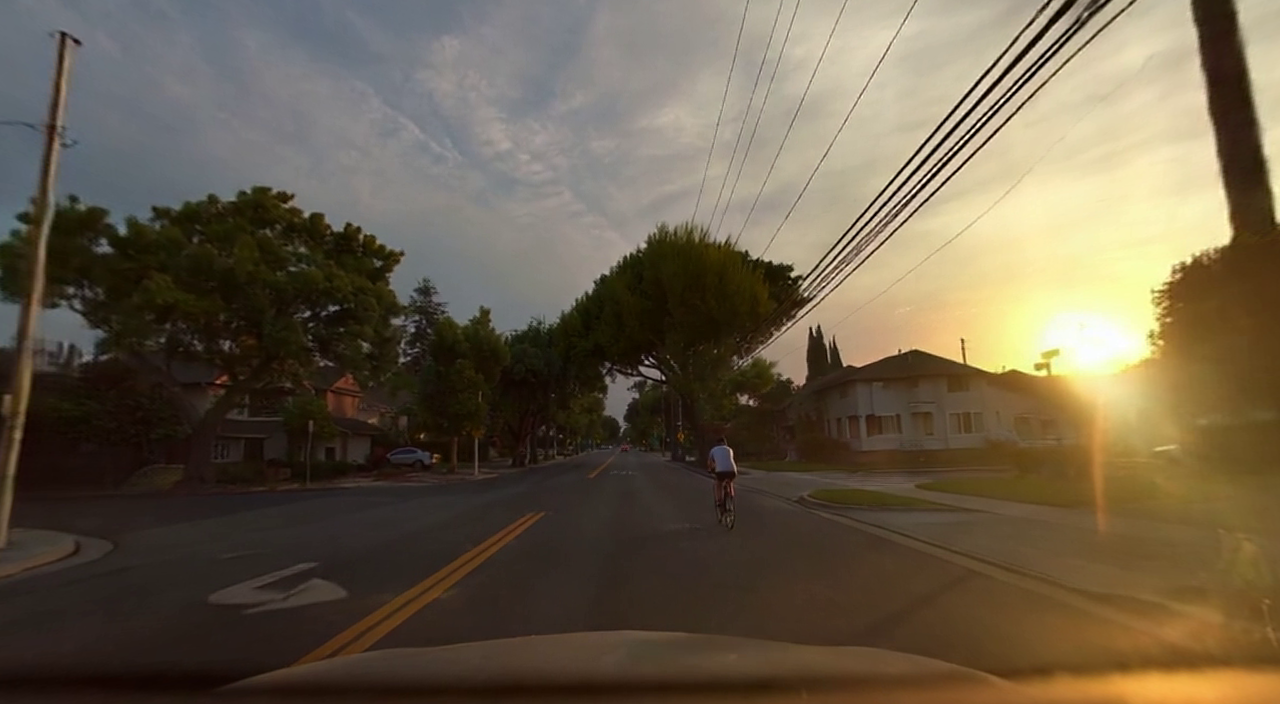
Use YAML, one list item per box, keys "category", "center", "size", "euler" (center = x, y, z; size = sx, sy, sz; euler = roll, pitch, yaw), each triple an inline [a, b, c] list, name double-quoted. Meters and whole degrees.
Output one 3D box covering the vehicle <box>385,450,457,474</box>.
- category: "vehicle"
  center: [-14.574, 7.308, 42.140]
  size: [4.143, 1.480, 1.755]
  euler: [0, -9, -2]
